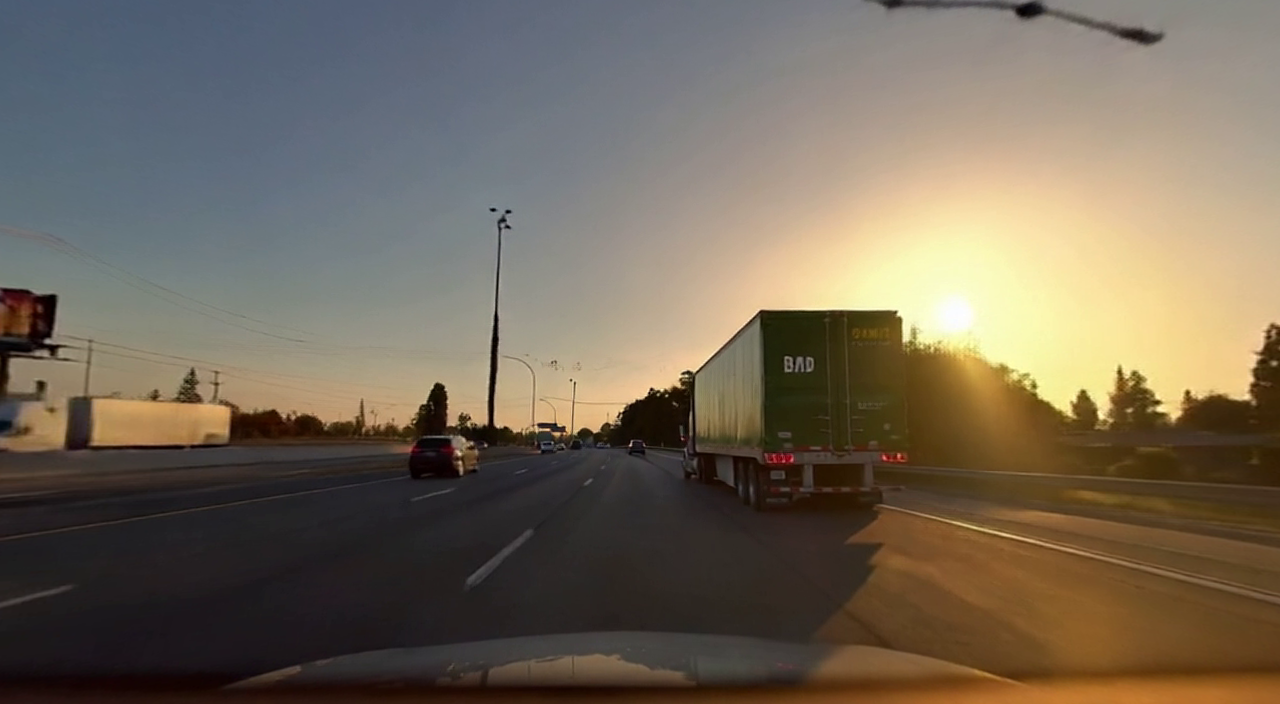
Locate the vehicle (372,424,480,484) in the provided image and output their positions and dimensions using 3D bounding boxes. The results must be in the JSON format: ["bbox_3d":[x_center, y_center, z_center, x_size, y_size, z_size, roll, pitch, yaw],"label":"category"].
[{"bbox_3d":[-7.513,3.642,22.845,2.100,1.905,5.119,0,-8,0],"label":"vehicle"}]

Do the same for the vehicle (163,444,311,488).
[{"bbox_3d":[-14.036,3.970,22.440,2.067,1.398,4.863,0,-8,0],"label":"vehicle"}]

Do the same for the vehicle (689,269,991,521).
[{"bbox_3d":[3.669,1.724,17.381,2.891,3.944,15.051,0,-8,-2],"label":"vehicle"}]

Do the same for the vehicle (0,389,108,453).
[{"bbox_3d":[-38.776,4.571,40.948,3.018,3.841,6.047,0,-8,-1],"label":"vehicle"}]
